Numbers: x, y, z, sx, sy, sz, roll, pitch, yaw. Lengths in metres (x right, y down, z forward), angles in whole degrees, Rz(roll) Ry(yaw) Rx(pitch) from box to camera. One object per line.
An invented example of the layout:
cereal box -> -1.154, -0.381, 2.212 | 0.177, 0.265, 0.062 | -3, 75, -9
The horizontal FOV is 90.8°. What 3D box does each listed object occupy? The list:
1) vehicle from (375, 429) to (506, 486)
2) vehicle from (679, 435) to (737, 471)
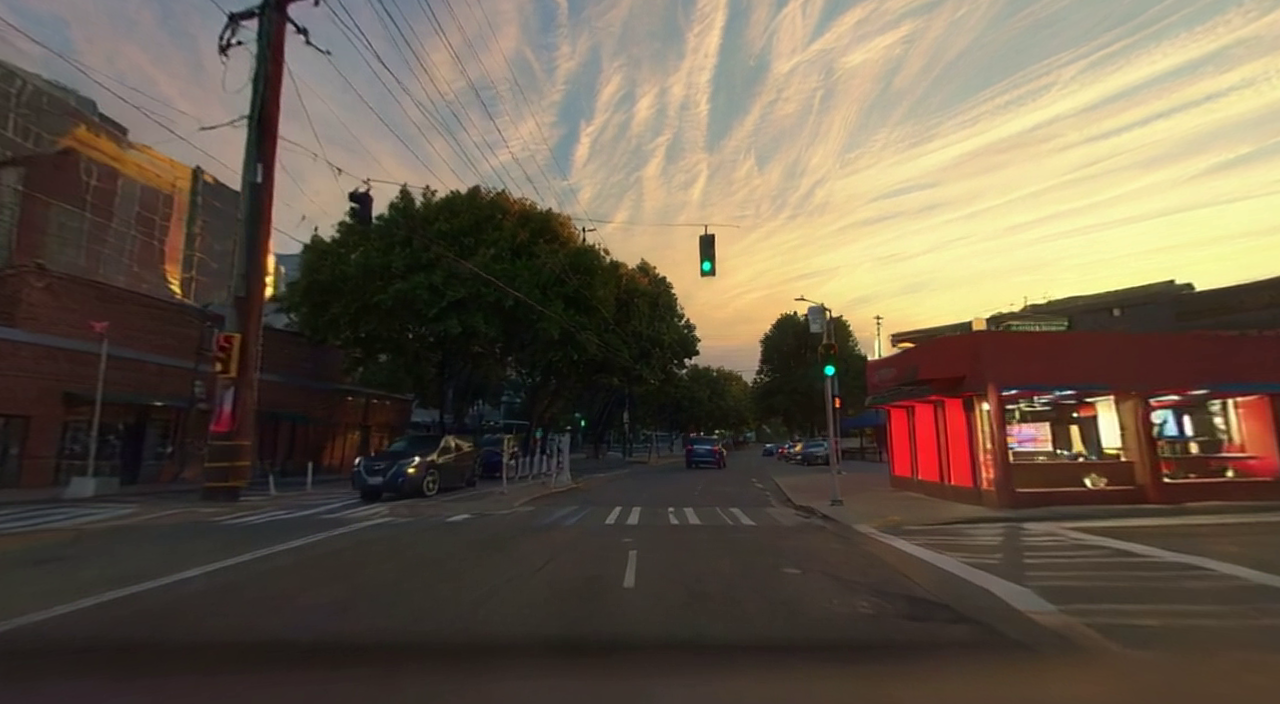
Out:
vehicle -> -6.480, 3.486, 21.161 | 2.017, 1.684, 4.483 | -2, -9, 15
vehicle -> 3.626, 5.231, 32.819 | 2.101, 1.721, 4.364 | -3, -9, 18
